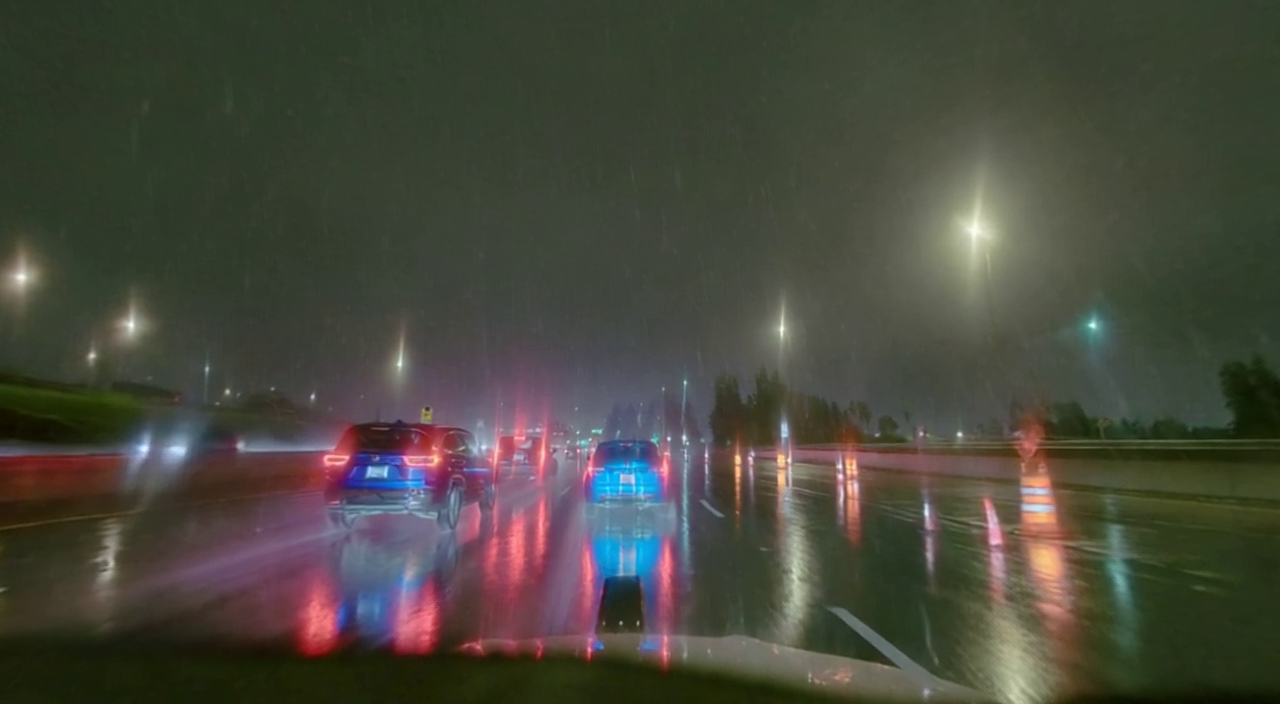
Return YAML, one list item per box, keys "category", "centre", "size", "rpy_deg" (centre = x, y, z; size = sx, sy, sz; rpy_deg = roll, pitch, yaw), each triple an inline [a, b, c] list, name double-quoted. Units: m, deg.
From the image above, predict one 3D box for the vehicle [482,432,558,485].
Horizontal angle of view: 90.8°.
- category: "vehicle"
  centre: [-4.186, 3.781, 22.665]
  size: [1.982, 1.727, 4.057]
  rpy_deg: [0, -9, -1]

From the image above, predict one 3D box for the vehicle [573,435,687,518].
- category: "vehicle"
  centre: [-0.247, 2.562, 13.542]
  size: [2.069, 1.484, 3.982]
  rpy_deg: [0, -9, -2]

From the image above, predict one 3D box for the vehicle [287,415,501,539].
- category: "vehicle"
  centre: [-3.885, 2.056, 10.922]
  size: [2.025, 1.708, 4.089]
  rpy_deg: [0, -9, 0]

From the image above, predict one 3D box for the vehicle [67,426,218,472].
- category: "vehicle"
  centre: [-17.784, 3.511, 22.936]
  size: [1.869, 1.516, 4.480]
  rpy_deg: [0, -9, -1]
